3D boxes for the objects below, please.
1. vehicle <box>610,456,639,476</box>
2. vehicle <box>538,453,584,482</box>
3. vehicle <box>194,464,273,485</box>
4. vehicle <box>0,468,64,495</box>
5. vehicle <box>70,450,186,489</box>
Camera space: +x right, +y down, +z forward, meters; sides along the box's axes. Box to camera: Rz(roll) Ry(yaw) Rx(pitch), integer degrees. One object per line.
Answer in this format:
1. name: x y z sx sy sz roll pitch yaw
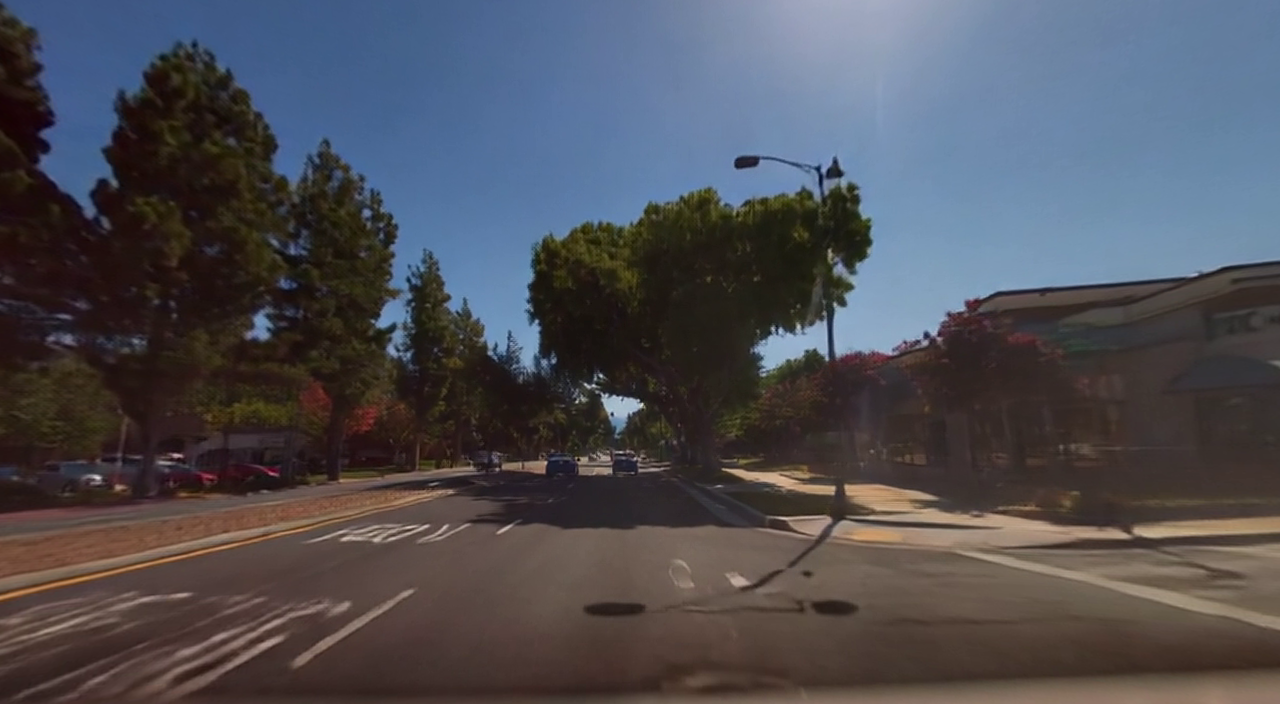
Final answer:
1. vehicle: -1.196 8.992 49.942 2.187 1.478 4.138 1 -9 0
2. vehicle: -4.403 6.499 35.620 2.083 1.460 4.527 1 -9 -1
3. vehicle: -30.116 9.087 46.704 4.605 1.453 1.809 1 -10 0
4. vehicle: -38.126 7.860 38.063 4.495 1.504 2.023 -2 -10 -2
5. vehicle: -30.836 7.103 38.052 4.865 2.217 2.192 1 -9 -3
